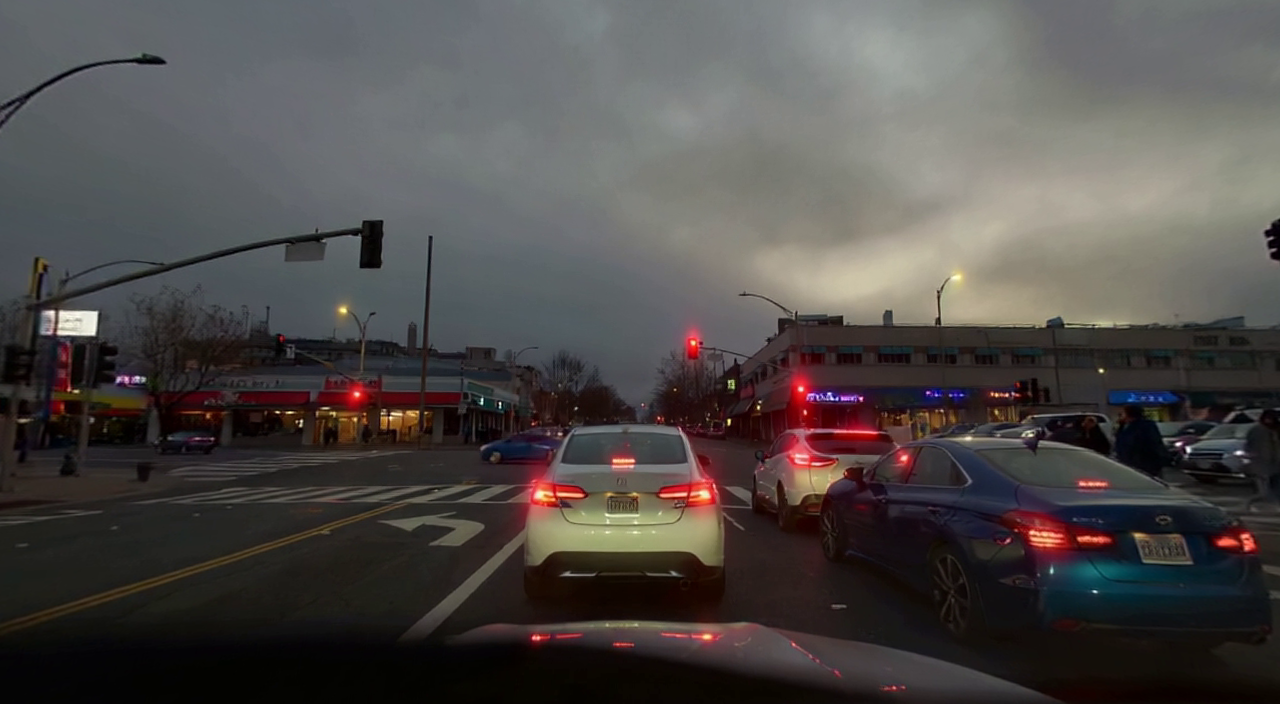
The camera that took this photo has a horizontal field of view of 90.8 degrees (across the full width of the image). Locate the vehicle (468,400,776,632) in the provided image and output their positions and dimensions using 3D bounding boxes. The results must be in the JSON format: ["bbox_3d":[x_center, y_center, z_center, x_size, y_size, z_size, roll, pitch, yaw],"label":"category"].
[{"bbox_3d":[-0.146,1.485,6.804,2.123,1.589,4.702,0,-8,-1],"label":"vehicle"}]

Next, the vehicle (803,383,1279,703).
[{"bbox_3d":[3.038,1.304,5.449,1.983,1.654,4.354,0,-8,-2],"label":"vehicle"}]
